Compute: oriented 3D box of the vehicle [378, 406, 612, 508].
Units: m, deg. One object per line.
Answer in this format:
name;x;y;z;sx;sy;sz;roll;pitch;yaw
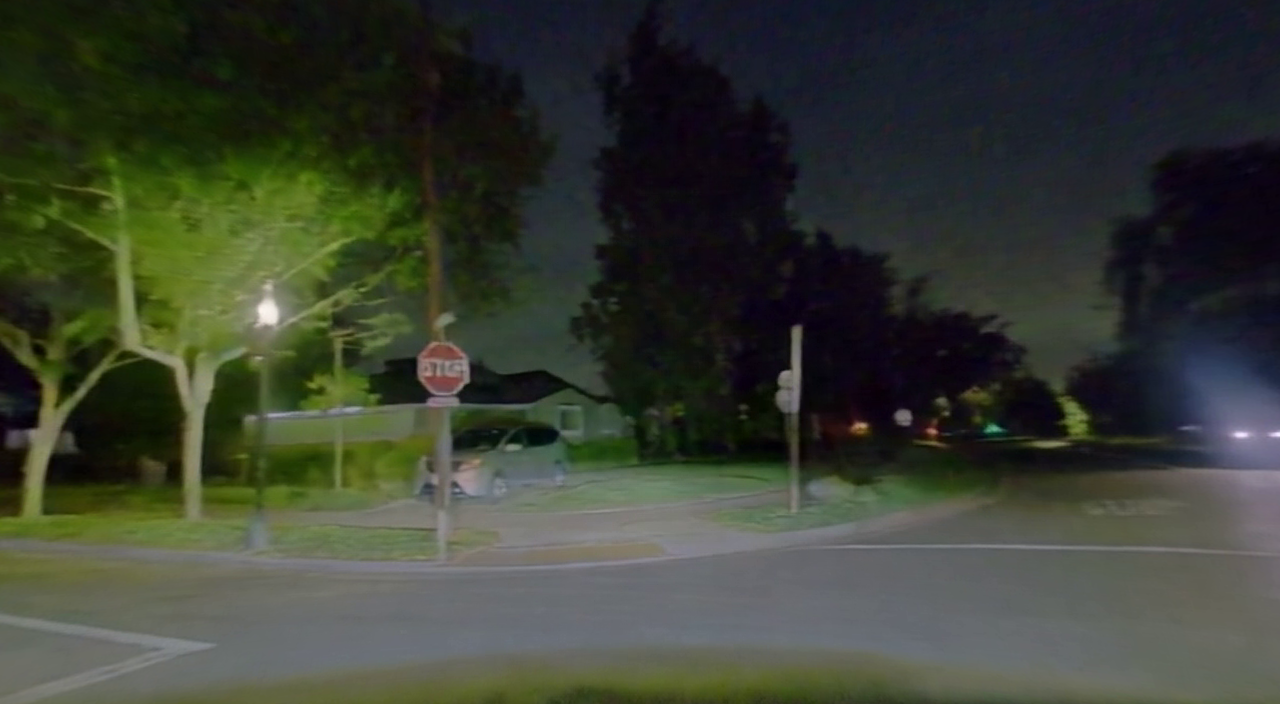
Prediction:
vehicle;-3.066;2.316;15.130;2.286;1.915;5.980;-4;-7;24
